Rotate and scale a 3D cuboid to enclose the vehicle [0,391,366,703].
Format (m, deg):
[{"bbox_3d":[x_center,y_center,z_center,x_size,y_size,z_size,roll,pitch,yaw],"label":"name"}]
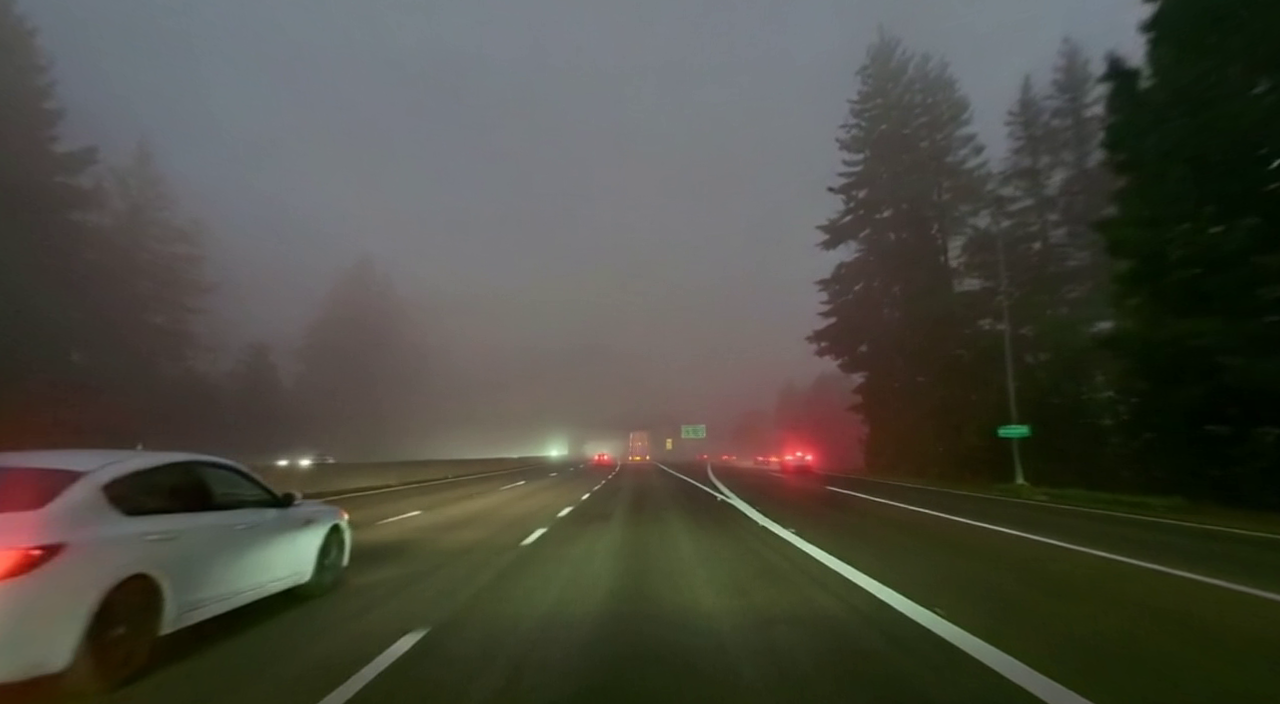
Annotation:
[{"bbox_3d":[-3.782,1.182,4.084,2.070,1.564,4.145,0,-9,1],"label":"vehicle"}]
